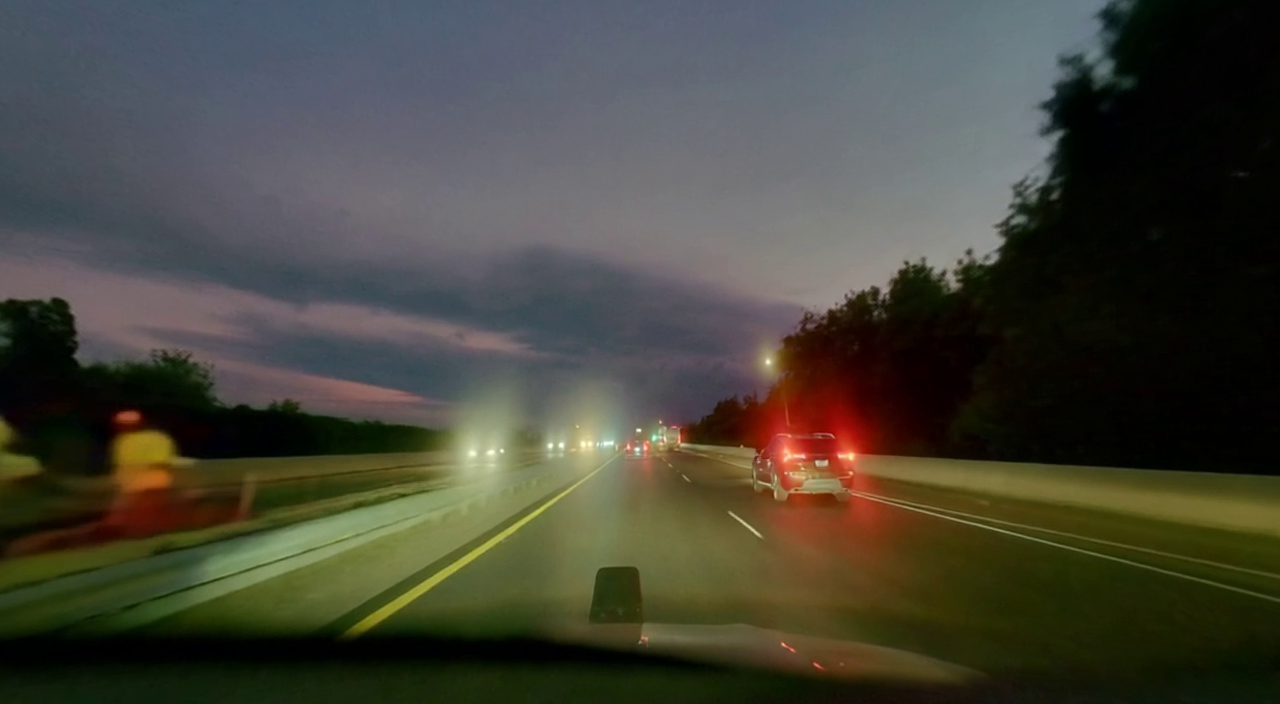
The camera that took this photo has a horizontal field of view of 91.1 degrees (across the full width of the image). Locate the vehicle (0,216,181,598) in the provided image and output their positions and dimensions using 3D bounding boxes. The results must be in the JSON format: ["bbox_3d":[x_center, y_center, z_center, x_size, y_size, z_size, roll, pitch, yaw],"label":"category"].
[{"bbox_3d":[-8.263,0.288,4.116,3.129,4.014,10.246,-4,-8,-2],"label":"vehicle"}]

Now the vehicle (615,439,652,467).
[{"bbox_3d":[-0.361,5.744,36.013,2.004,1.472,4.075,0,-8,-1],"label":"vehicle"}]
